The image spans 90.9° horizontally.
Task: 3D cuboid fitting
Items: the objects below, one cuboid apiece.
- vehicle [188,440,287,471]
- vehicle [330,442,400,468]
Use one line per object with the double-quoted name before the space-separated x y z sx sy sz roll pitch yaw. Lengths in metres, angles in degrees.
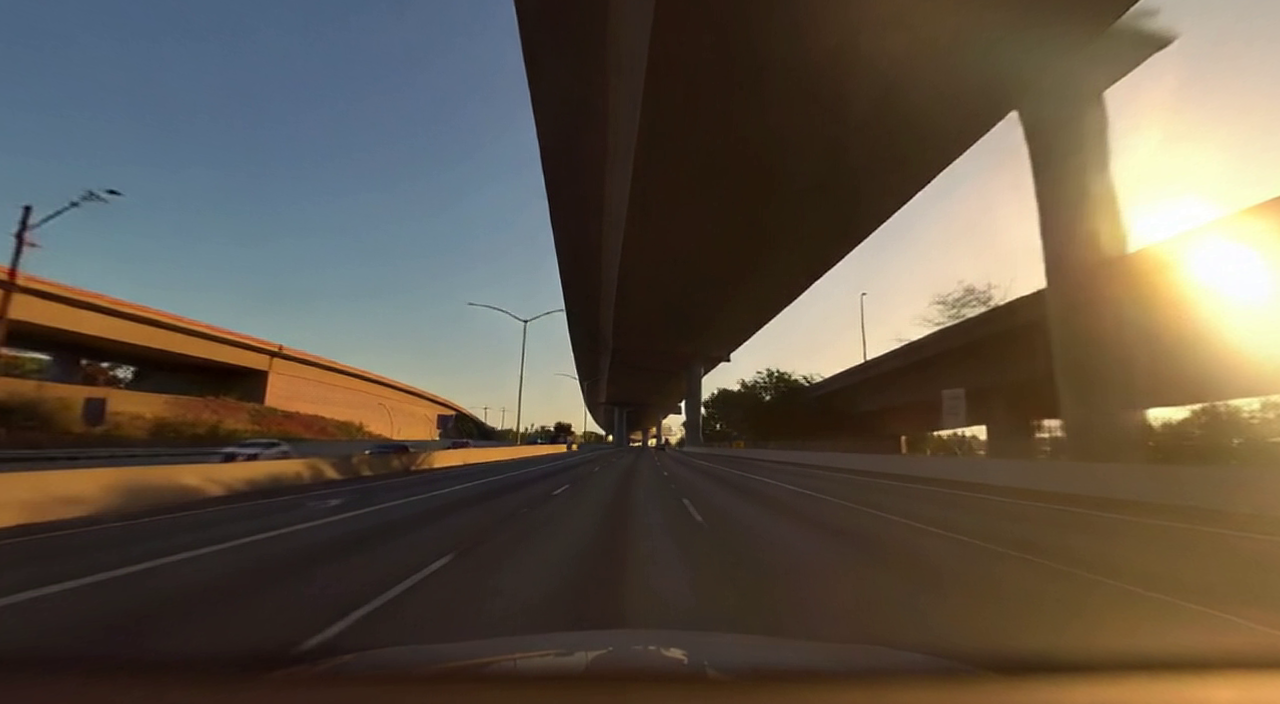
"vehicle" -20.179 5.207 31.897 2.001 1.455 4.391 0 -8 1
"vehicle" -16.420 6.151 37.957 1.957 1.446 4.710 0 -9 1
